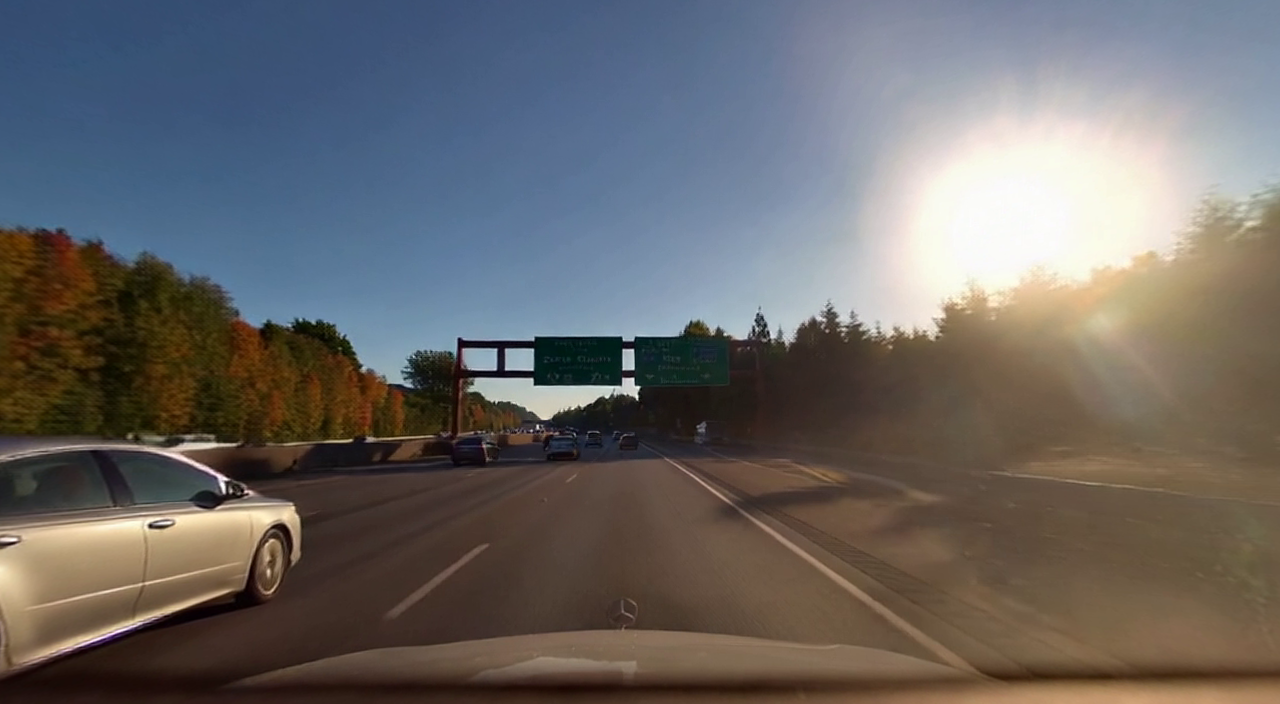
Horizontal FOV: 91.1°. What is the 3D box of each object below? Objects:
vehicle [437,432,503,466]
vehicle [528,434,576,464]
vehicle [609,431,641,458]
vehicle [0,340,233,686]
[{"bbox_3d":[-8.374,4.794,31.465,1.953,1.524,4.863,0,-8,0],"label":"vehicle"},{"bbox_3d":[-4.497,4.980,32.697,1.909,1.445,4.087,0,-8,0],"label":"vehicle"},{"bbox_3d":[-0.944,5.888,40.278,2.002,1.611,3.778,0,-8,-1],"label":"vehicle"},{"bbox_3d":[-4.377,0.814,3.005,1.971,1.822,4.366,0,-8,-1],"label":"vehicle"}]
